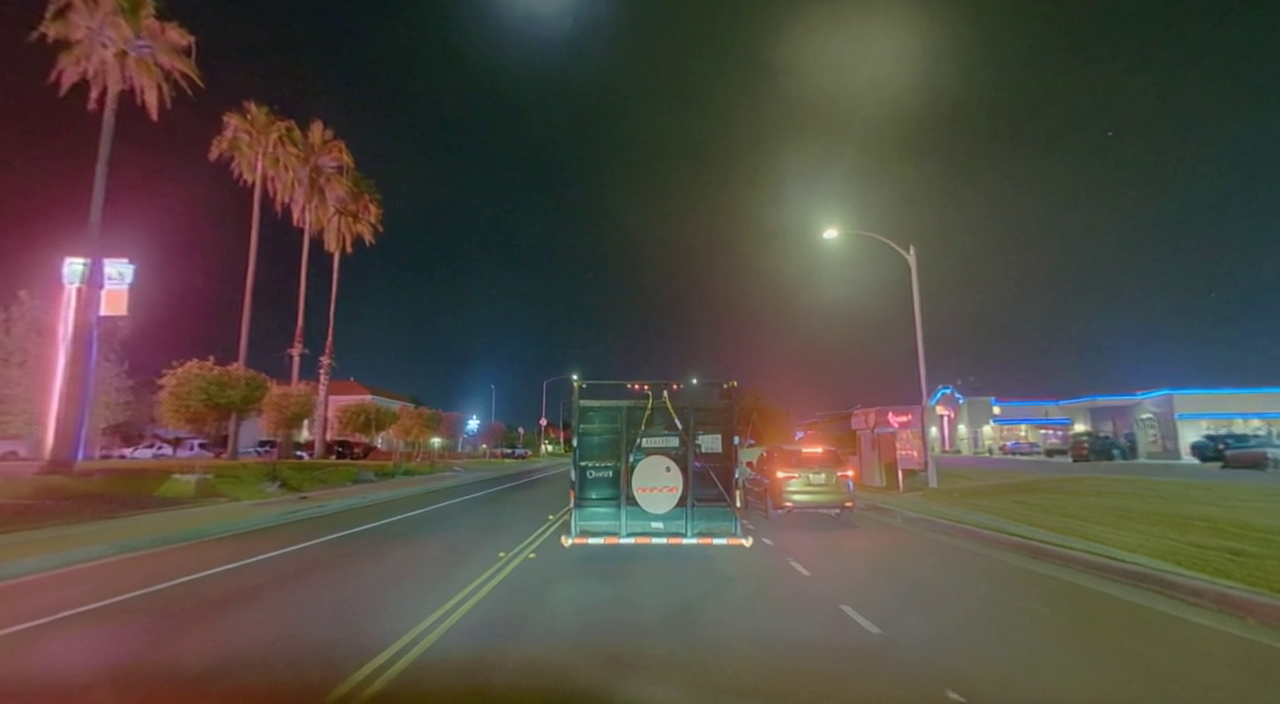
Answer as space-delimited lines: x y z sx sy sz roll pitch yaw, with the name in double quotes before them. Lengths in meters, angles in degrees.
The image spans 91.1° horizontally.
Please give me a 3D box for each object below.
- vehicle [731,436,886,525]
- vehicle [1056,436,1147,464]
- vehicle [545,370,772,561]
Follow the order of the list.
"vehicle" 3.206 2.516 12.903 2.010 1.499 4.107 0 -8 0
"vehicle" 28.528 6.071 38.971 4.193 1.633 1.928 -4 -9 26
"vehicle" 0.200 1.834 10.898 2.728 2.305 6.506 0 -8 0
